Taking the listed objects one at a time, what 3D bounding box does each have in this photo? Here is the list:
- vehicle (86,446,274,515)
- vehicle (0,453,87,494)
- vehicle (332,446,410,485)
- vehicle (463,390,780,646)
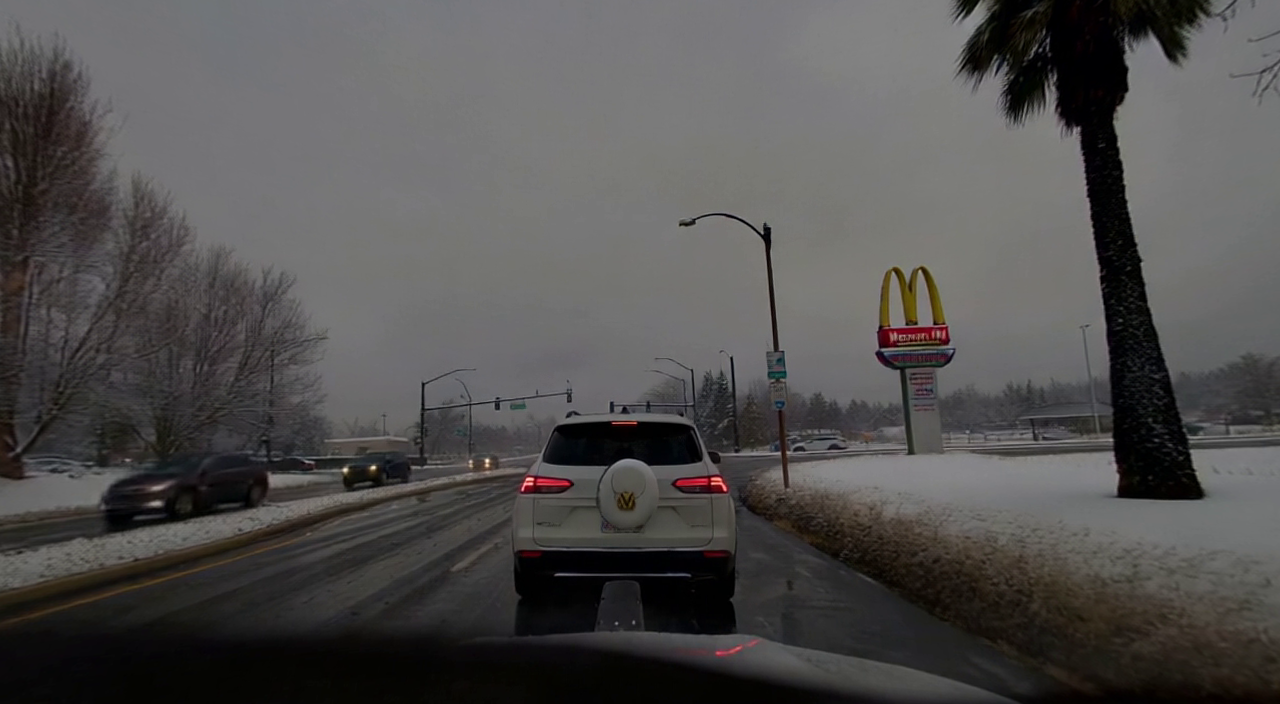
[{"bbox_3d":[-12.909,3.583,18.190,1.965,1.718,4.466,0,-9,1],"label":"vehicle"},{"bbox_3d":[-28.117,5.416,28.217,4.584,1.714,2.186,4,-10,-27],"label":"vehicle"},{"bbox_3d":[-13.915,5.867,33.070,2.029,1.820,4.915,0,-9,-2],"label":"vehicle"},{"bbox_3d":[-0.143,1.418,6.328,2.137,1.728,3.926,0,-9,-1],"label":"vehicle"}]
